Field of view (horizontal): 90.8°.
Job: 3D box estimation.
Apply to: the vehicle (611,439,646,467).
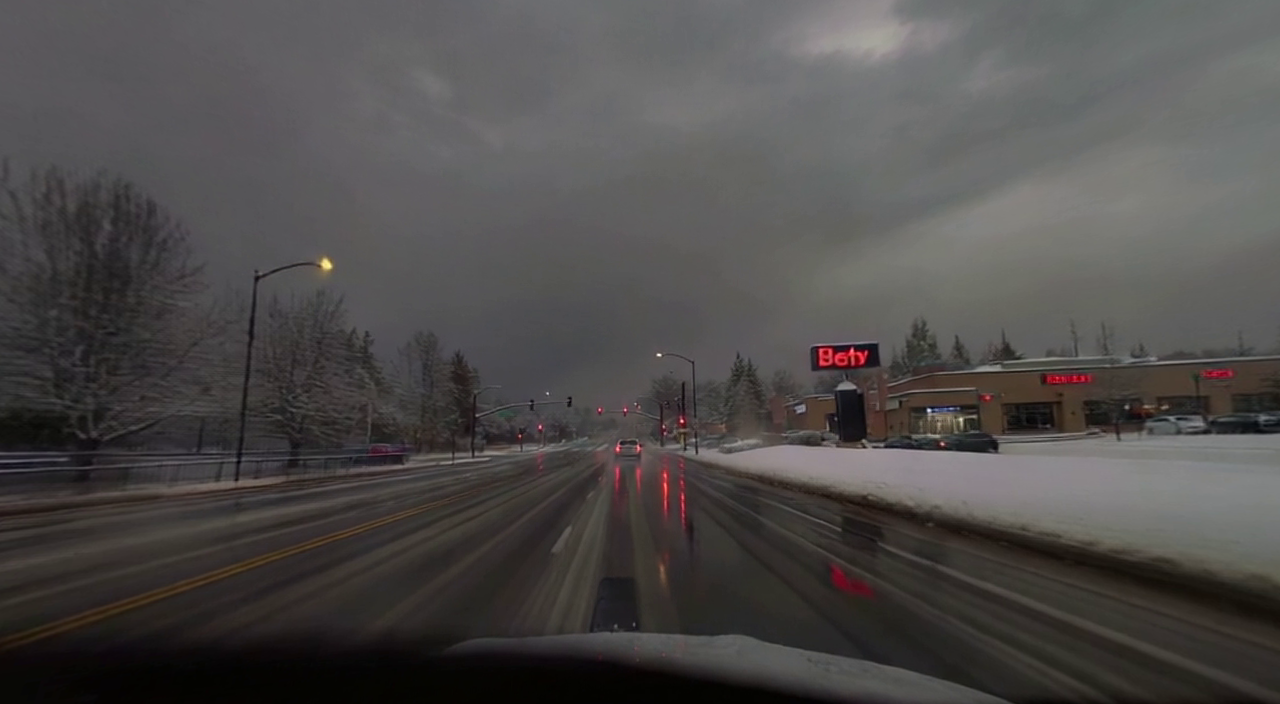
[{"bbox_3d":[-0.707,6.228,39.245,2.024,1.628,4.774,0,-8,-1],"label":"vehicle"}]
